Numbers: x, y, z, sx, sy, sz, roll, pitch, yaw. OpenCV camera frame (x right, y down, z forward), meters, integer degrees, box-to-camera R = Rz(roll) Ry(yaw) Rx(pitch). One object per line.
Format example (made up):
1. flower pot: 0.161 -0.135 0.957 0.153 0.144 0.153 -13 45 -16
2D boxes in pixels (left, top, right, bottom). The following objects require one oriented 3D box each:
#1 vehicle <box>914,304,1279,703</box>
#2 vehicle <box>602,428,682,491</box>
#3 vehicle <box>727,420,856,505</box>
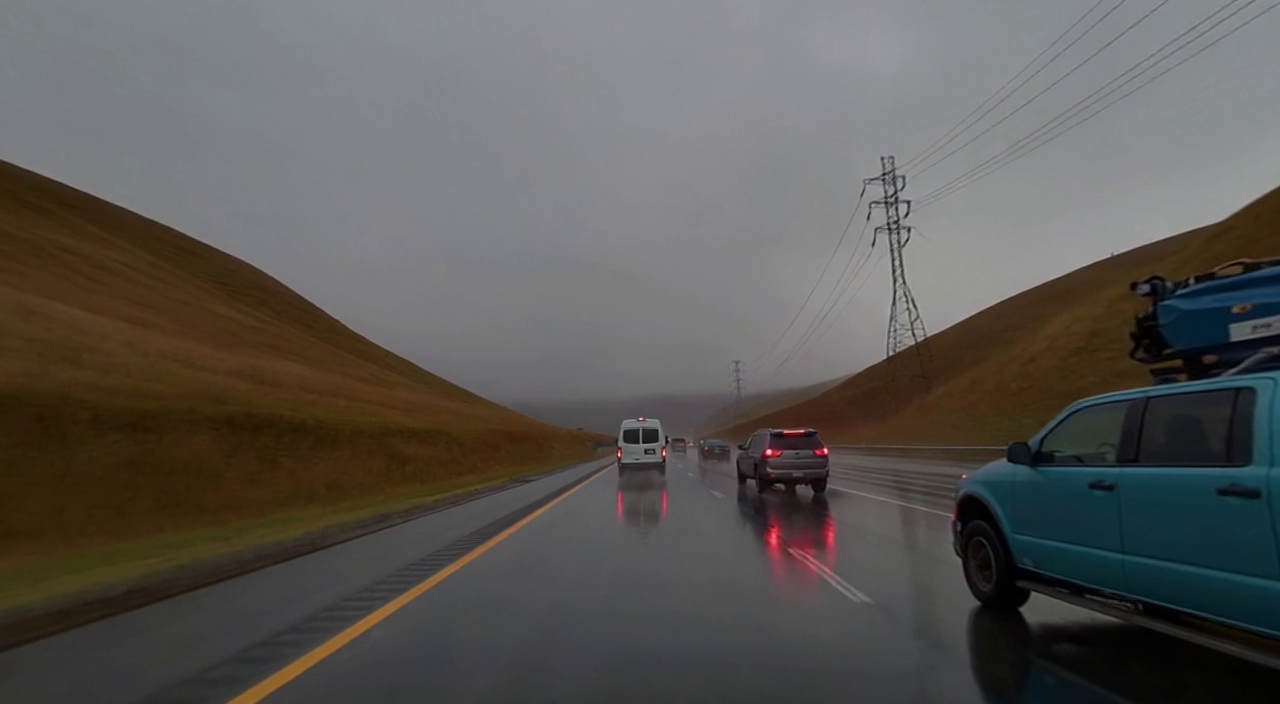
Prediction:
1. vehicle: 3.936 0.821 2.940 2.691 1.901 5.744 0 -8 0
2. vehicle: 0.102 3.396 20.279 2.268 1.772 4.523 0 -8 1
3. vehicle: 3.598 2.723 15.985 2.139 1.821 4.480 0 -8 0
